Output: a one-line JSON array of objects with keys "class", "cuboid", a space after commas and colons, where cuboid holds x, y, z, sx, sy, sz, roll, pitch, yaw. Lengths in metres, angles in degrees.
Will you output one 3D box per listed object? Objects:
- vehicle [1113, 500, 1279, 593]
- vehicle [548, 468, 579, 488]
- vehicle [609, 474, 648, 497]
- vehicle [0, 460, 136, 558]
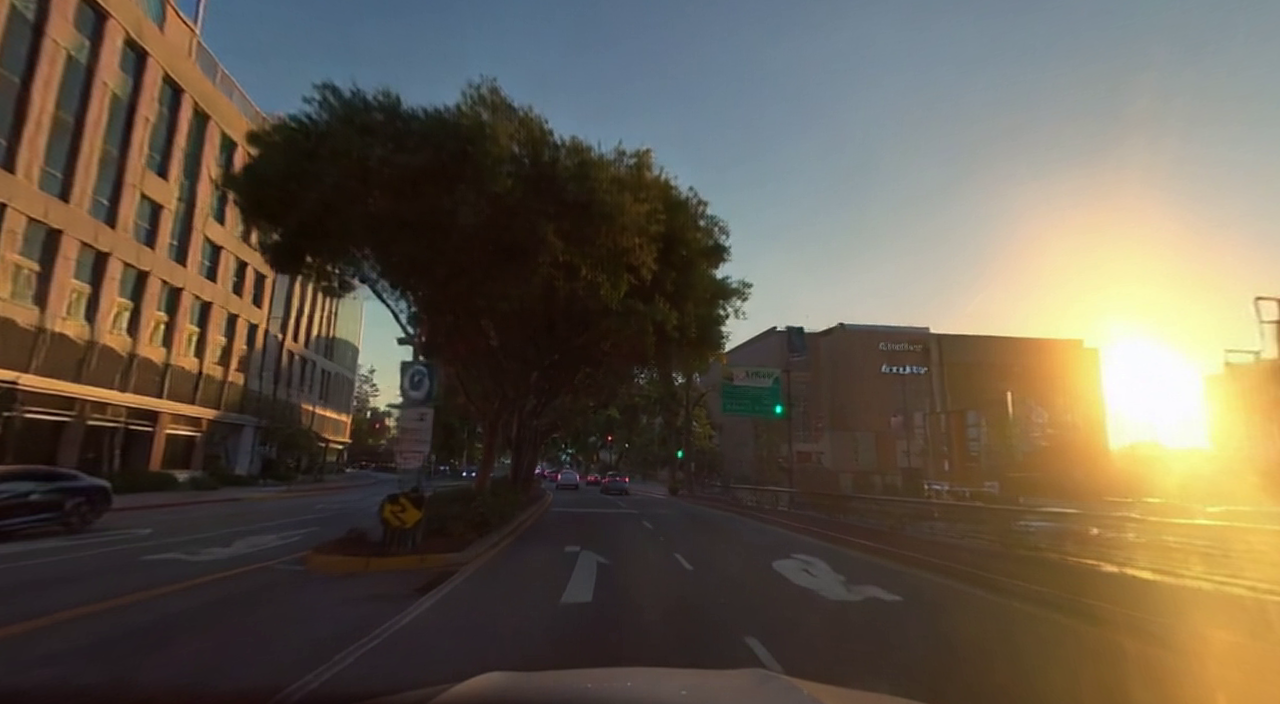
[{"class": "vehicle", "cuboid": [11.956, 3.647, 11.945, 4.302, 1.456, 1.832, 0, -10, 3]}, {"class": "vehicle", "cuboid": [-5.967, 9.726, 48.631, 2.005, 1.498, 3.643, 3, -11, -12]}, {"class": "vehicle", "cuboid": [-0.705, 7.733, 36.493, 1.775, 1.186, 2.933, 3, -11, -11]}, {"class": "vehicle", "cuboid": [-10.604, 2.475, 10.116, 1.839, 1.456, 3.859, 1, -10, -3]}]
